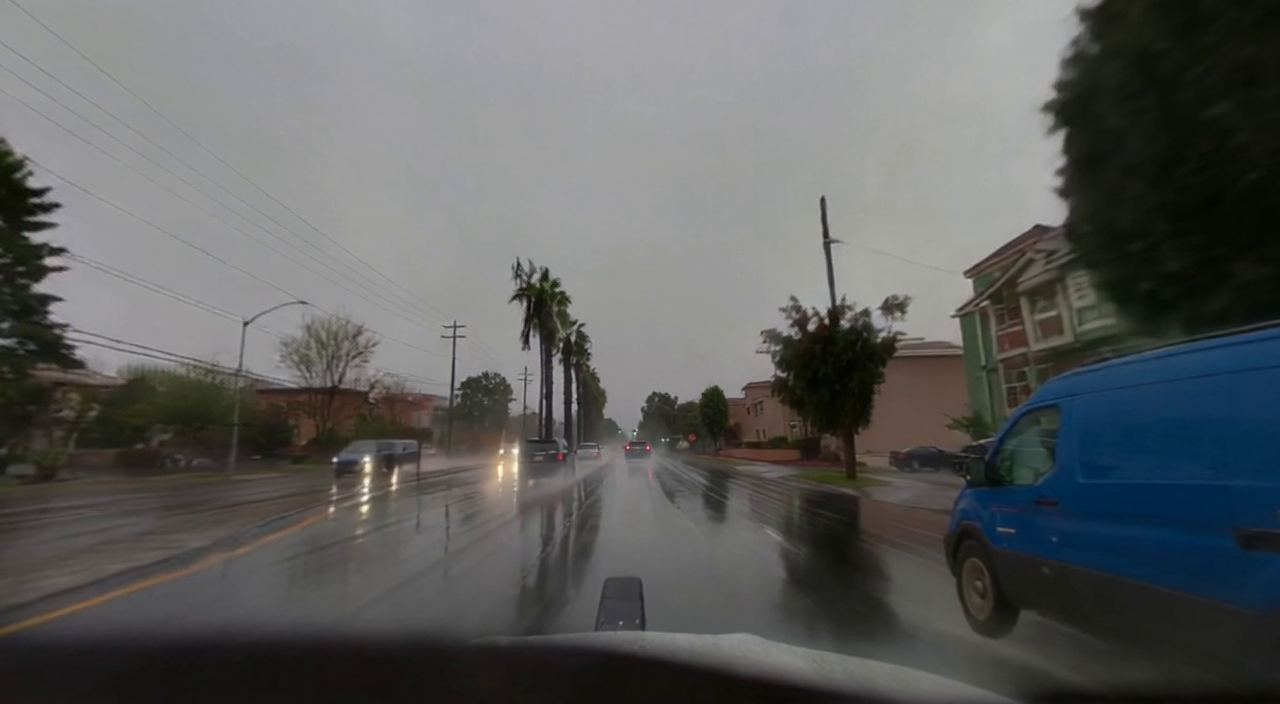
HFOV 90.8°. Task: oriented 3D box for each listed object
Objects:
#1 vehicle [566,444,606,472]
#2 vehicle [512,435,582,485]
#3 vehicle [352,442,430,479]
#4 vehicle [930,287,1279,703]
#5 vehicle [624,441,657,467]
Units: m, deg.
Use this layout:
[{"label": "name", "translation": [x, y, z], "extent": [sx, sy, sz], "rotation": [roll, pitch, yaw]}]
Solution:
[{"label": "vehicle", "translation": [-2.994, 5.987, 35.804], "extent": [1.869, 1.454, 4.142], "rotation": [0, -9, 0]}, {"label": "vehicle", "translation": [-3.437, 4.086, 24.176], "extent": [1.967, 1.703, 4.157], "rotation": [0, -9, 1]}, {"label": "vehicle", "translation": [-12.090, 5.285, 31.009], "extent": [1.989, 1.631, 4.500], "rotation": [0, -9, 0]}, {"label": "vehicle", "translation": [3.569, 0.788, 2.843], "extent": [2.234, 1.912, 4.847], "rotation": [0, -9, 1]}, {"label": "vehicle", "translation": [0.002, 7.223, 44.753], "extent": [2.191, 1.761, 3.857], "rotation": [0, -9, -2]}]
